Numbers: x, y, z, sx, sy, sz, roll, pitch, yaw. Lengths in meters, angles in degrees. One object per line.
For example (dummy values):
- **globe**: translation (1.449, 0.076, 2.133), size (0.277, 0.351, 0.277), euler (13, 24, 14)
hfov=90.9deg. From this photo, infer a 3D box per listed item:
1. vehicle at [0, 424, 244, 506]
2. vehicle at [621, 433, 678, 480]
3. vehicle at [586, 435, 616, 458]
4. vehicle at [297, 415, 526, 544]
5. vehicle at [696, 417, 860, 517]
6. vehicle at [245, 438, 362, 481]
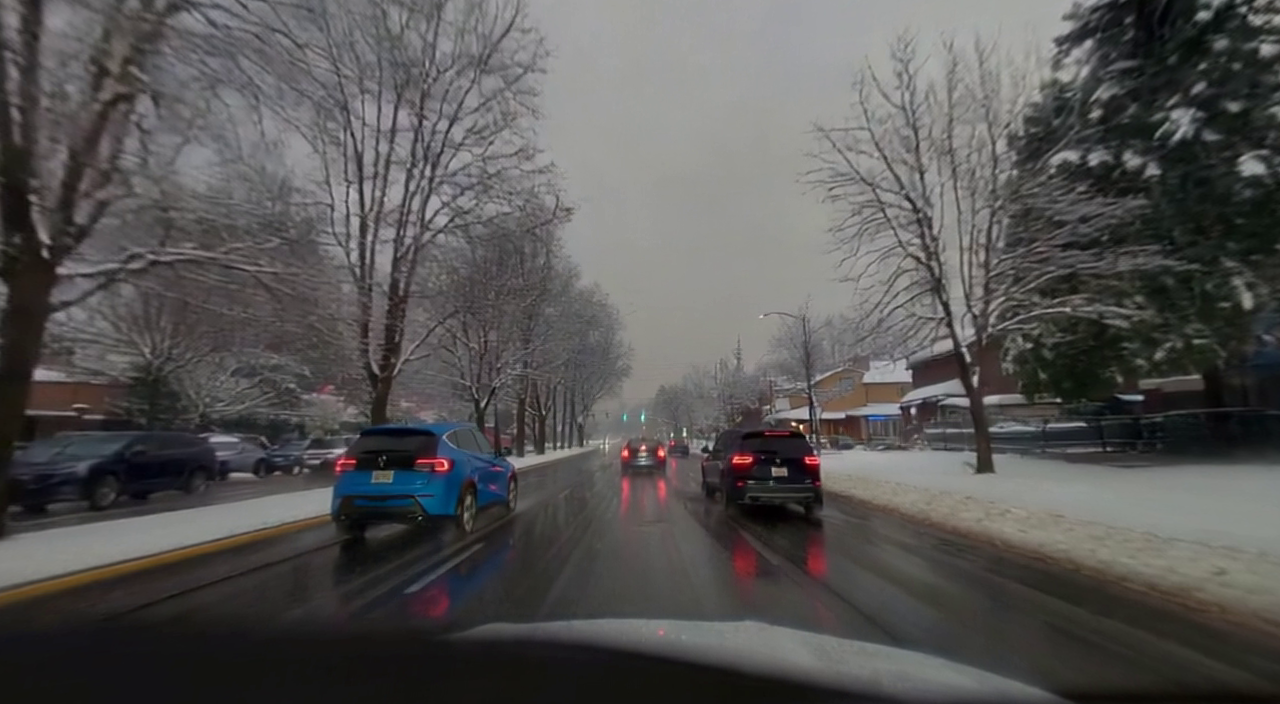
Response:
- **vehicle**: translation (-12.462, 2.704, 15.625), size (1.928, 1.675, 4.900), euler (0, -8, 2)
- **vehicle**: translation (0.315, 3.762, 22.939), size (1.922, 1.579, 3.642), euler (0, -8, 0)
- **vehicle**: translation (-3.022, 7.415, 49.629), size (2.014, 1.755, 4.360), euler (0, -8, 1)
- **vehicle**: translation (-3.463, 2.019, 10.738), size (2.043, 1.687, 4.676), euler (0, -8, 1)
- **vehicle**: translation (2.628, 2.336, 13.341), size (2.280, 1.747, 4.361), euler (0, -8, -3)
- **vehicle**: translation (-12.294, 3.934, 23.434), size (1.849, 1.452, 4.423), euler (0, -8, 1)
